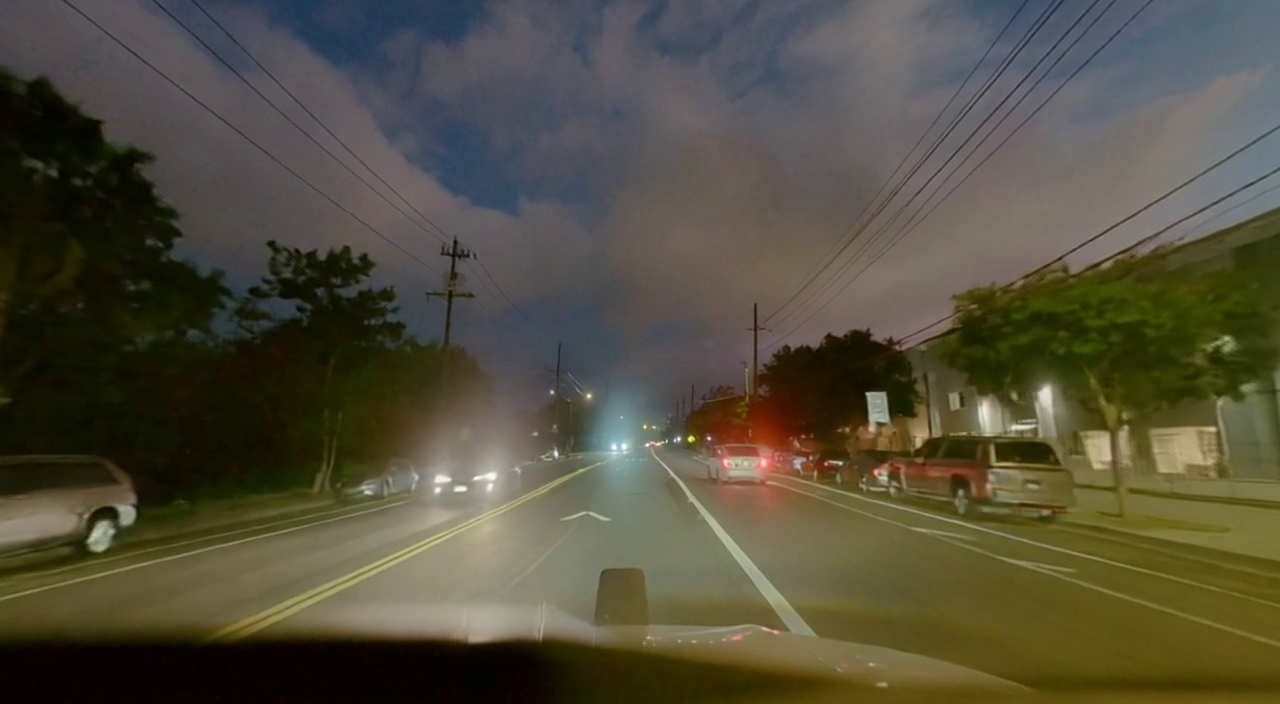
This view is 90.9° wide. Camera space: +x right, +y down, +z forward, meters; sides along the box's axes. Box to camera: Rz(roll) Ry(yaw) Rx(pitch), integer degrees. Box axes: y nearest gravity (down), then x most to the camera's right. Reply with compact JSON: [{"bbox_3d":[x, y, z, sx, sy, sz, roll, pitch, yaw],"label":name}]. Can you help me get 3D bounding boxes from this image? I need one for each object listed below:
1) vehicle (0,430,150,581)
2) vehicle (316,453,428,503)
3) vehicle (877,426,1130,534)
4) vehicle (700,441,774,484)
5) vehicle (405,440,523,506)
[{"bbox_3d":[-9.495,2.129,8.644,1.981,1.975,4.534,-3,-8,-1],"label":"vehicle"},{"bbox_3d":[-9.298,4.372,22.332,1.944,1.524,4.404,0,-8,2],"label":"vehicle"},{"bbox_3d":[7.741,2.766,14.522,2.250,1.935,6.052,0,-8,0],"label":"vehicle"},{"bbox_3d":[3.632,4.259,24.610,2.059,1.489,4.629,0,-8,-1],"label":"vehicle"},{"bbox_3d":[-4.717,3.280,17.598,2.010,1.588,4.186,0,-8,1],"label":"vehicle"}]
